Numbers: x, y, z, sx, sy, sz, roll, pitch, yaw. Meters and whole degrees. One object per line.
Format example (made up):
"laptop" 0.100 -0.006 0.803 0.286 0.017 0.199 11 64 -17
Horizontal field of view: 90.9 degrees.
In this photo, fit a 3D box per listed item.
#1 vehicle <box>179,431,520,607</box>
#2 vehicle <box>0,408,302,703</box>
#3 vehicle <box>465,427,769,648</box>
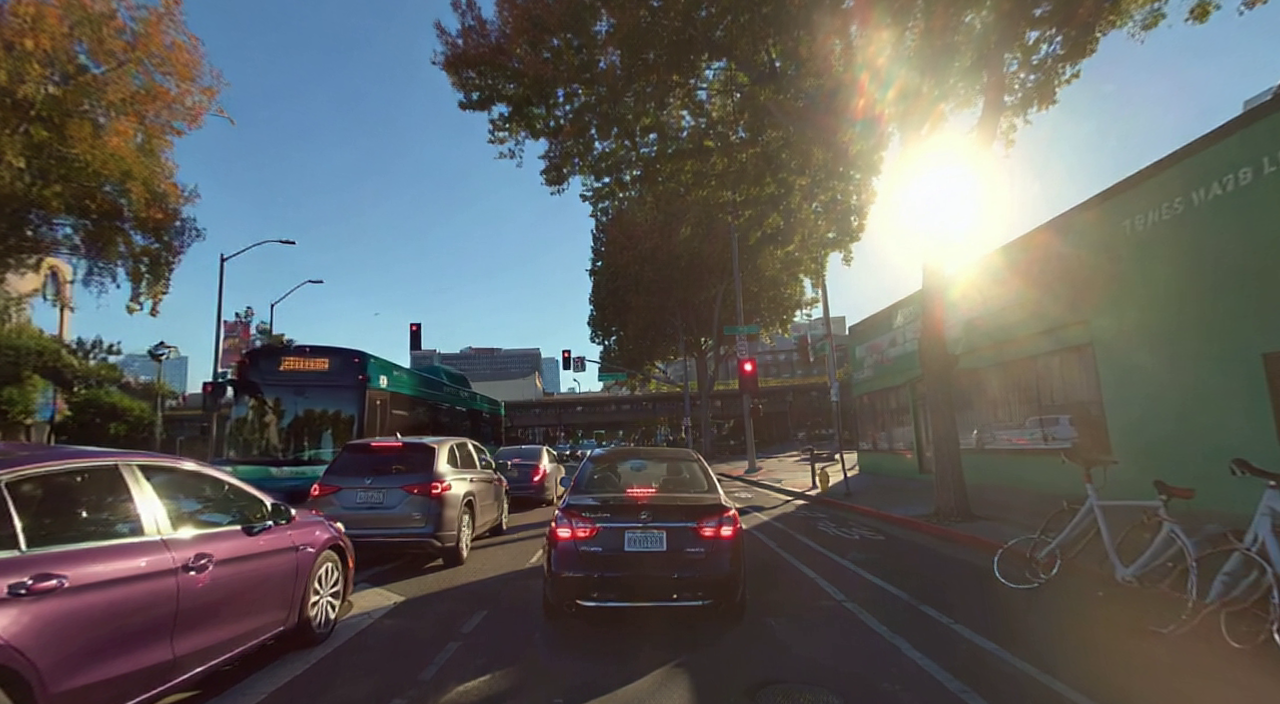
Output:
"vehicle" -2.914 1.754 7.643 1.944 1.481 4.385 0 -8 1
"vehicle" -3.167 0.881 1.742 1.867 1.486 4.452 0 -8 2
"vehicle" -0.141 1.525 6.180 2.031 1.461 3.763 0 -8 0
